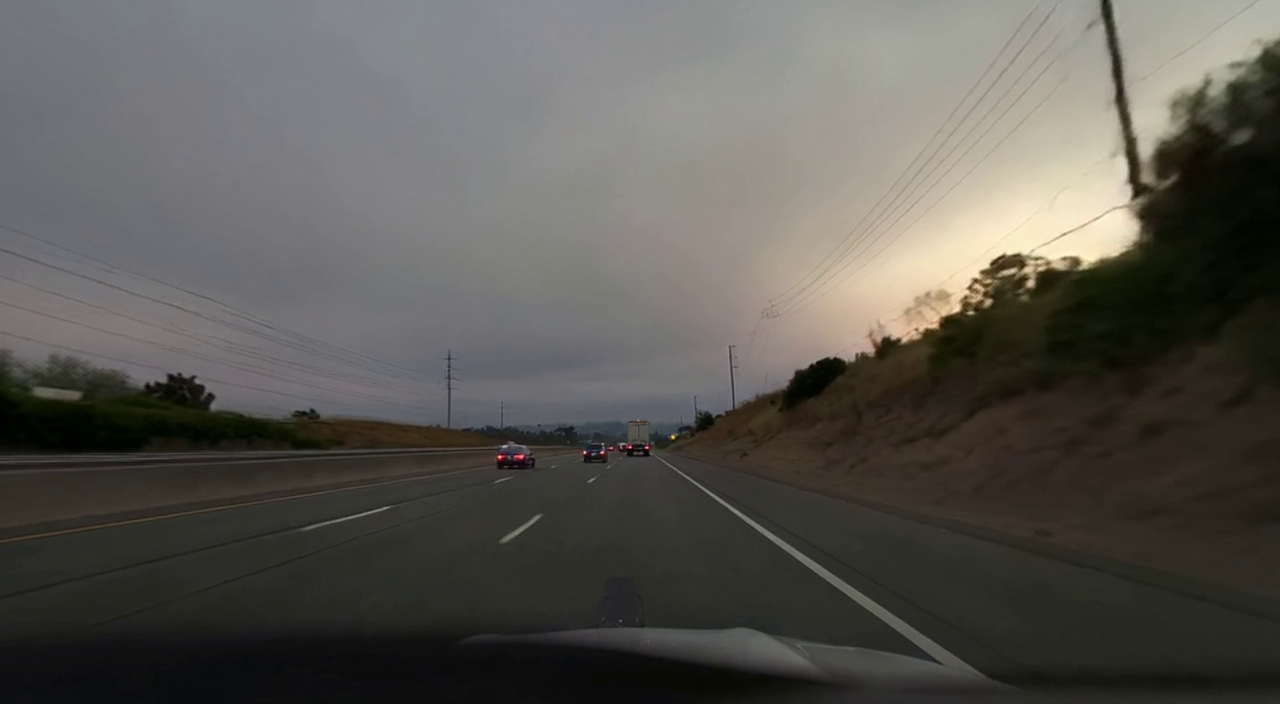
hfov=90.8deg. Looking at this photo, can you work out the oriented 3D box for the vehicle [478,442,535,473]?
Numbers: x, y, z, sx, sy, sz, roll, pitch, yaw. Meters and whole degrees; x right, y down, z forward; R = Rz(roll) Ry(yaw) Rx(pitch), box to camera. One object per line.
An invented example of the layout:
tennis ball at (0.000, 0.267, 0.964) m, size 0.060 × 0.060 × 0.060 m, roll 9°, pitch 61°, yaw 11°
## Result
vehicle at (-7.176, 5.727, 34.331) m, size 2.066 × 1.558 × 4.607 m, roll 0°, pitch -9°, yaw 0°
